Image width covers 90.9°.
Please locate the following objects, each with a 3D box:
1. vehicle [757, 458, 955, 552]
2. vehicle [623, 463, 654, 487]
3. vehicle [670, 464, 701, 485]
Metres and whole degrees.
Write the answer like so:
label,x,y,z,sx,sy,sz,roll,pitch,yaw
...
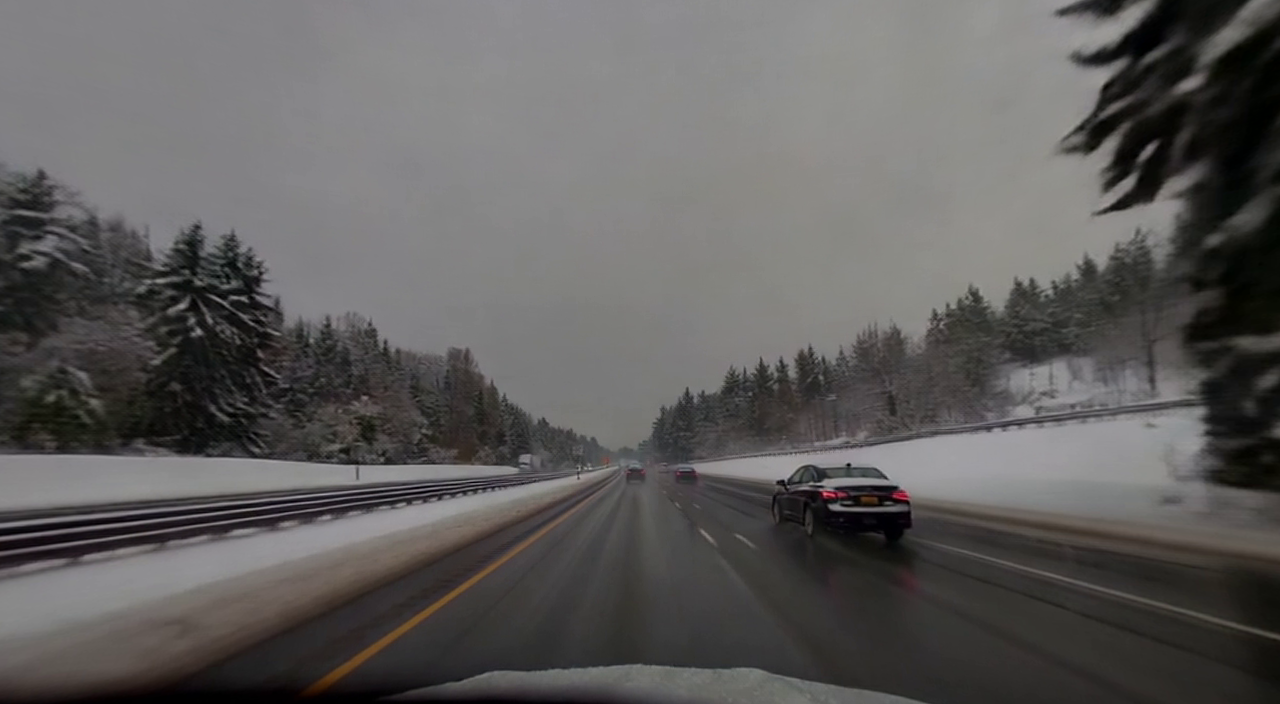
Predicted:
label,x,y,z,sx,sy,sz,roll,pitch,yaw
vehicle,3.829,2.848,12.321,2.018,1.426,4.941,1,-10,-1
vehicle,-0.102,8.234,42.134,1.980,1.483,3.865,1,-10,-1
vehicle,3.455,9.341,48.016,1.976,1.467,3.783,1,-10,-2
